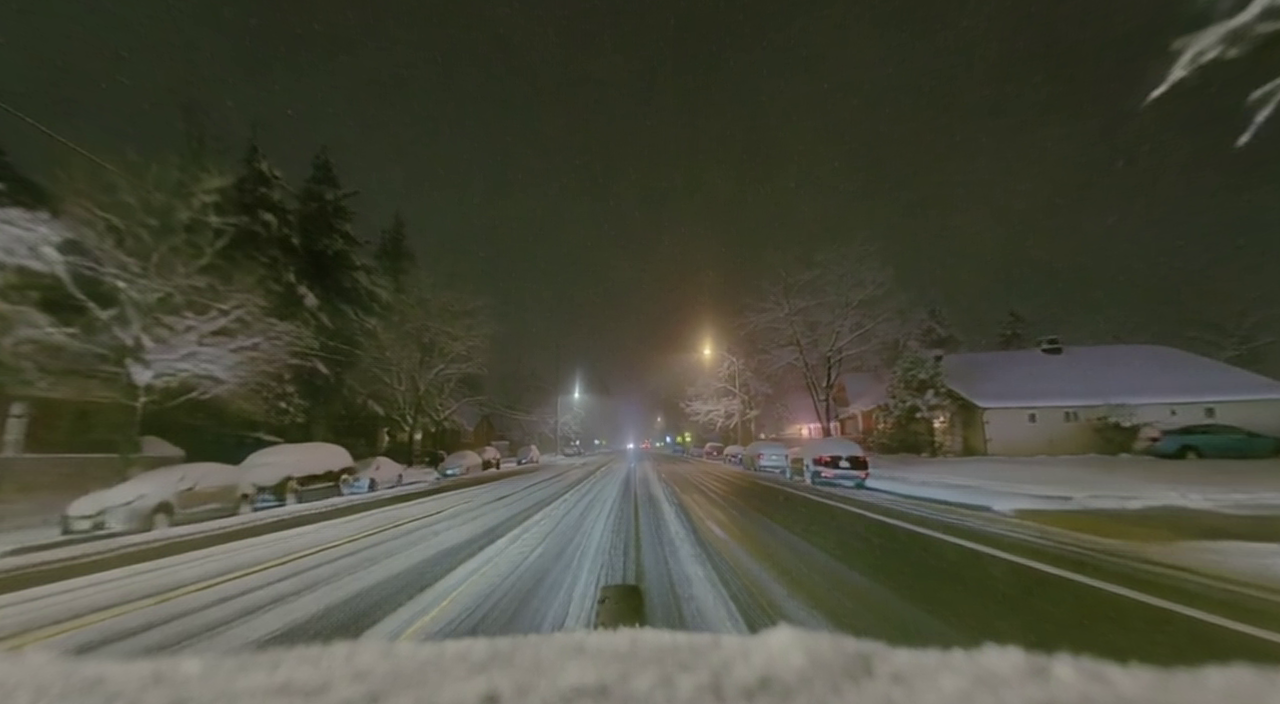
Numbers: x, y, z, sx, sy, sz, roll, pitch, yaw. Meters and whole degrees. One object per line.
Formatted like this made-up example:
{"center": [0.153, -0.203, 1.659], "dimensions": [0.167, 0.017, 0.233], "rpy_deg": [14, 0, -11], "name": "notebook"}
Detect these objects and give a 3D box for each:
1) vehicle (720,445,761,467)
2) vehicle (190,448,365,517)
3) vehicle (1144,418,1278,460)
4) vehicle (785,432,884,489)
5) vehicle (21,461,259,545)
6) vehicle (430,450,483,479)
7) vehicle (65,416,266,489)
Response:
{"center": [7.095, 7.419, 45.156], "dimensions": [1.982, 1.479, 4.687], "rpy_deg": [0, -8, -2], "name": "vehicle"}
{"center": [-10.815, 3.875, 19.523], "dimensions": [2.050, 1.769, 5.585], "rpy_deg": [0, -8, 1], "name": "vehicle"}
{"center": [22.186, 3.449, 24.845], "dimensions": [1.859, 1.480, 4.723], "rpy_deg": [-3, -9, 15], "name": "vehicle"}
{"center": [7.152, 4.047, 23.881], "dimensions": [2.103, 1.912, 4.892], "rpy_deg": [0, -8, -1], "name": "vehicle"}
{"center": [-10.829, 3.249, 14.201], "dimensions": [1.838, 1.450, 4.317], "rpy_deg": [0, -8, -1], "name": "vehicle"}
{"center": [-10.868, 6.677, 37.790], "dimensions": [1.840, 1.526, 4.214], "rpy_deg": [0, -8, 1], "name": "vehicle"}
{"center": [-20.793, 4.420, 28.006], "dimensions": [6.604, 3.012, 2.656], "rpy_deg": [0, -9, 0], "name": "vehicle"}
